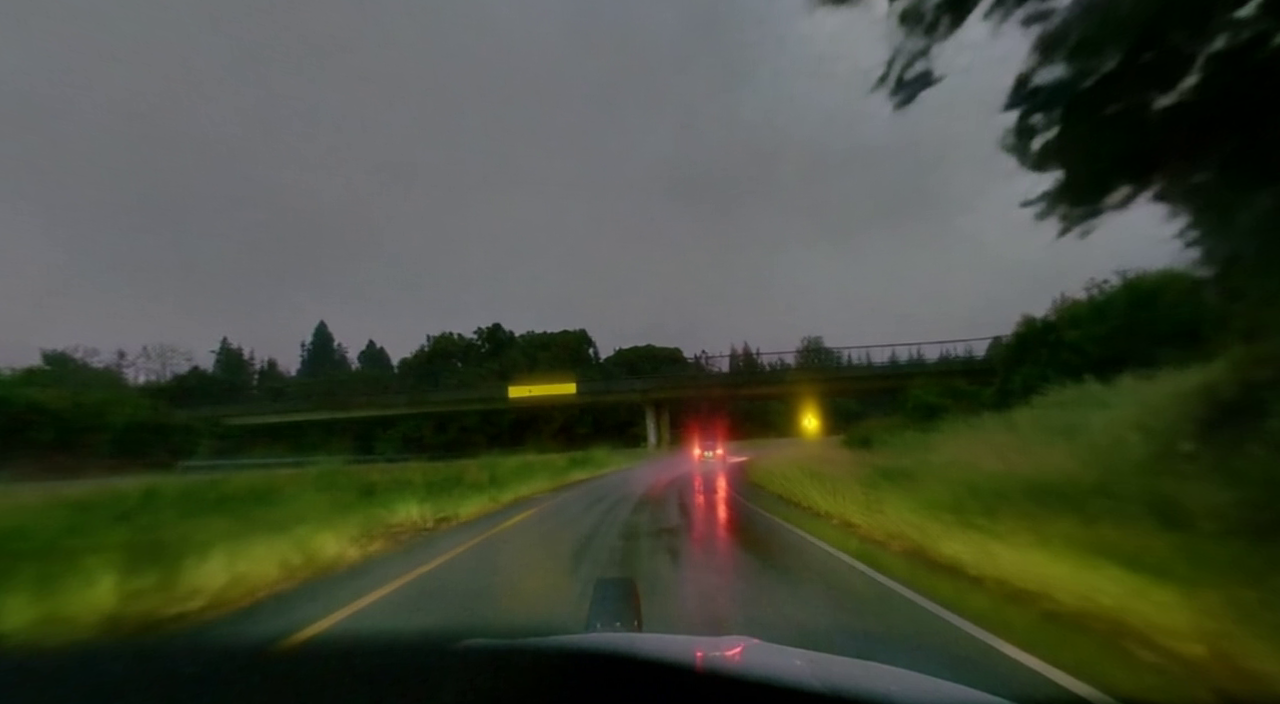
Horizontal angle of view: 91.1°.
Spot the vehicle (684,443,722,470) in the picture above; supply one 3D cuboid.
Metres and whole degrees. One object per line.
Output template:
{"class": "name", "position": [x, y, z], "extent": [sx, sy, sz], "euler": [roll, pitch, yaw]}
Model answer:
{"class": "vehicle", "position": [3.720, 6.082, 36.584], "extent": [1.980, 1.449, 3.650], "euler": [-2, -9, 8]}
